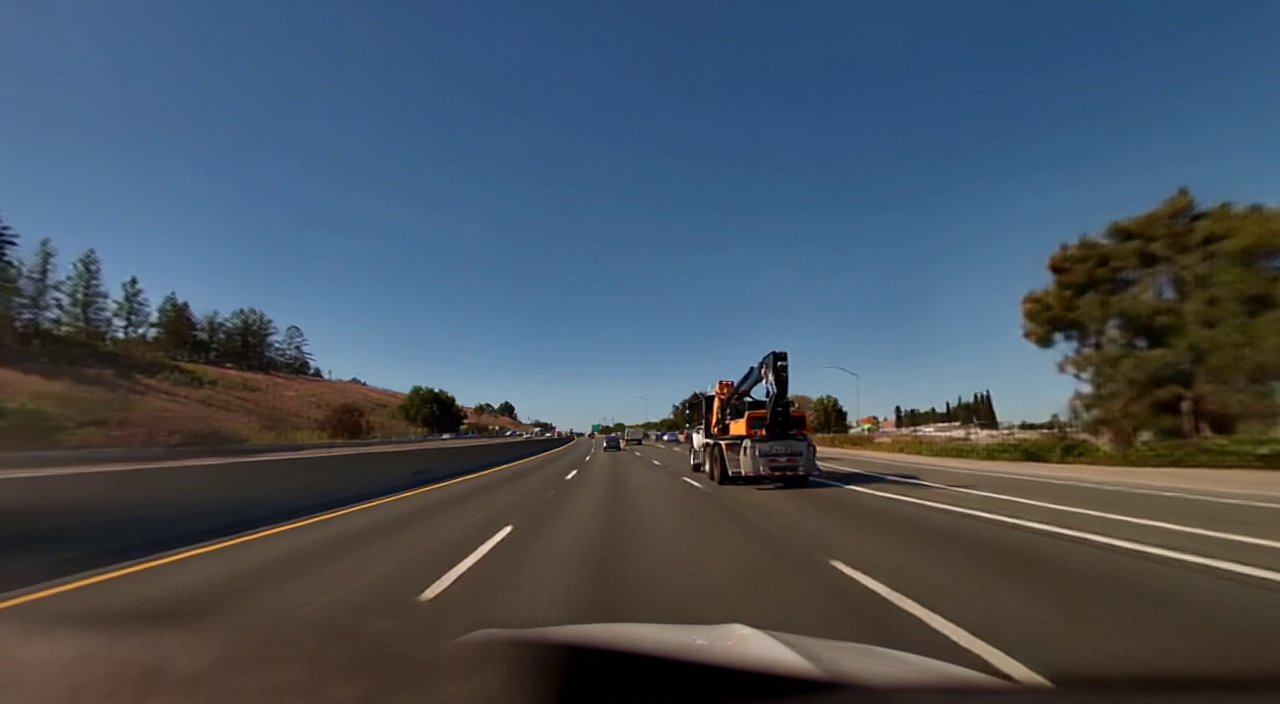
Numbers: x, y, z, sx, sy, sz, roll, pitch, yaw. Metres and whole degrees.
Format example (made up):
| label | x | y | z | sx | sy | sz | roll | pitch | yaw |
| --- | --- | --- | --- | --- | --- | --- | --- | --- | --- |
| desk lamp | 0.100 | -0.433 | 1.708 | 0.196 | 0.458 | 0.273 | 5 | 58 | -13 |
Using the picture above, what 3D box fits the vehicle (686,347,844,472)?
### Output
| label | x | y | z | sx | sy | sz | roll | pitch | yaw |
| --- | --- | --- | --- | --- | --- | --- | --- | --- | --- |
| vehicle | 3.485 | 2.006 | 20.113 | 2.833 | 3.180 | 8.004 | 1 | -8 | -4 |
